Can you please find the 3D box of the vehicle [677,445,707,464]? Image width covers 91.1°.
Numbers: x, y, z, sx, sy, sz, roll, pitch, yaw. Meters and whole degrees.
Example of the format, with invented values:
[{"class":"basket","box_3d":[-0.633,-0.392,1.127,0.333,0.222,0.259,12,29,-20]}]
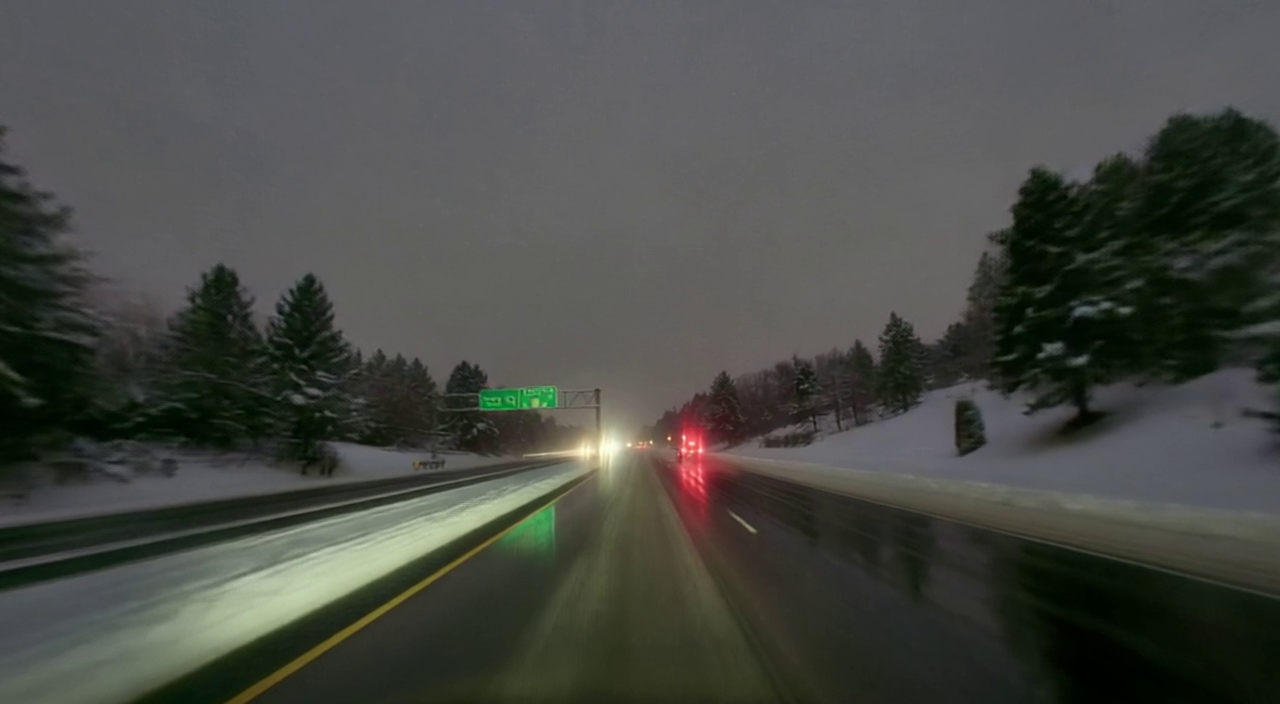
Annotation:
[{"class":"vehicle","box_3d":[3.981,7.910,48.499,1.923,1.408,3.835,0,-9,-1]}]
